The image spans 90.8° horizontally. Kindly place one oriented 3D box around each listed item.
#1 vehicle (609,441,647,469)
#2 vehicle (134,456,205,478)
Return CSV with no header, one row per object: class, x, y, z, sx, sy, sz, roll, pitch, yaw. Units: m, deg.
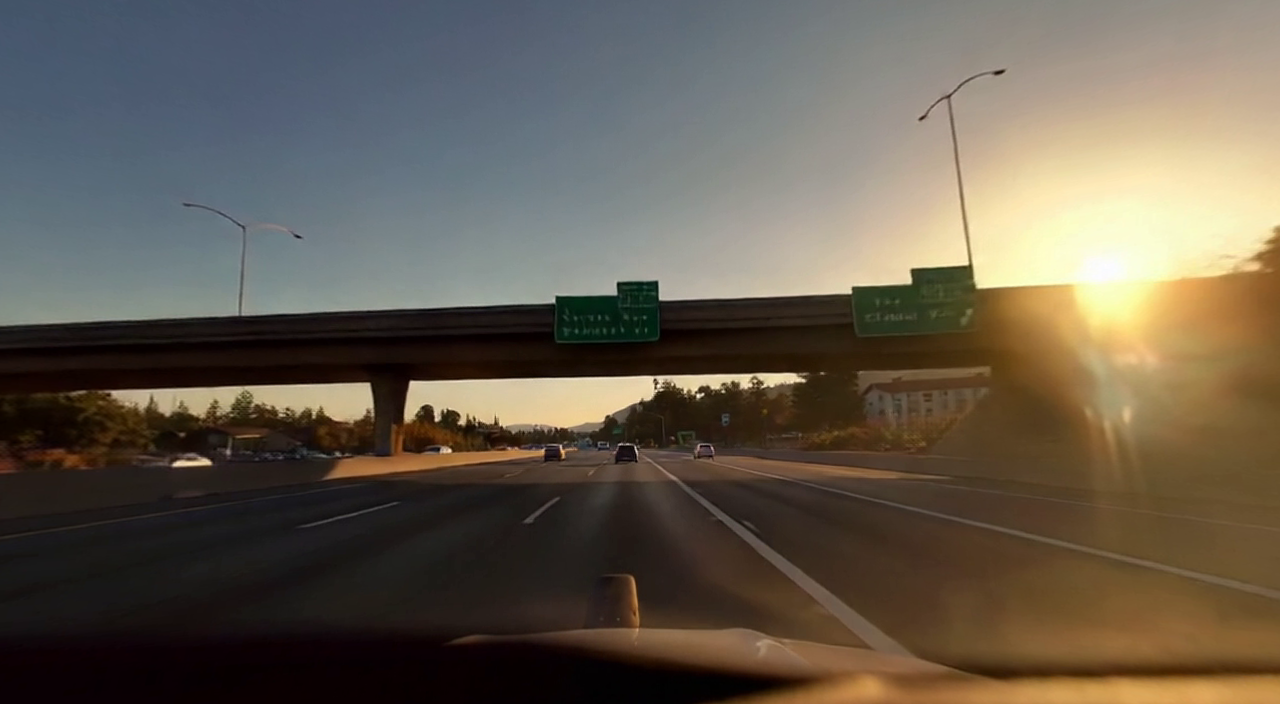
vehicle,-0.696,5.832,35.903,2.012,1.471,4.059,0,-8,-2
vehicle,-35.922,8.793,48.406,1.887,1.475,4.752,0,-8,-2
